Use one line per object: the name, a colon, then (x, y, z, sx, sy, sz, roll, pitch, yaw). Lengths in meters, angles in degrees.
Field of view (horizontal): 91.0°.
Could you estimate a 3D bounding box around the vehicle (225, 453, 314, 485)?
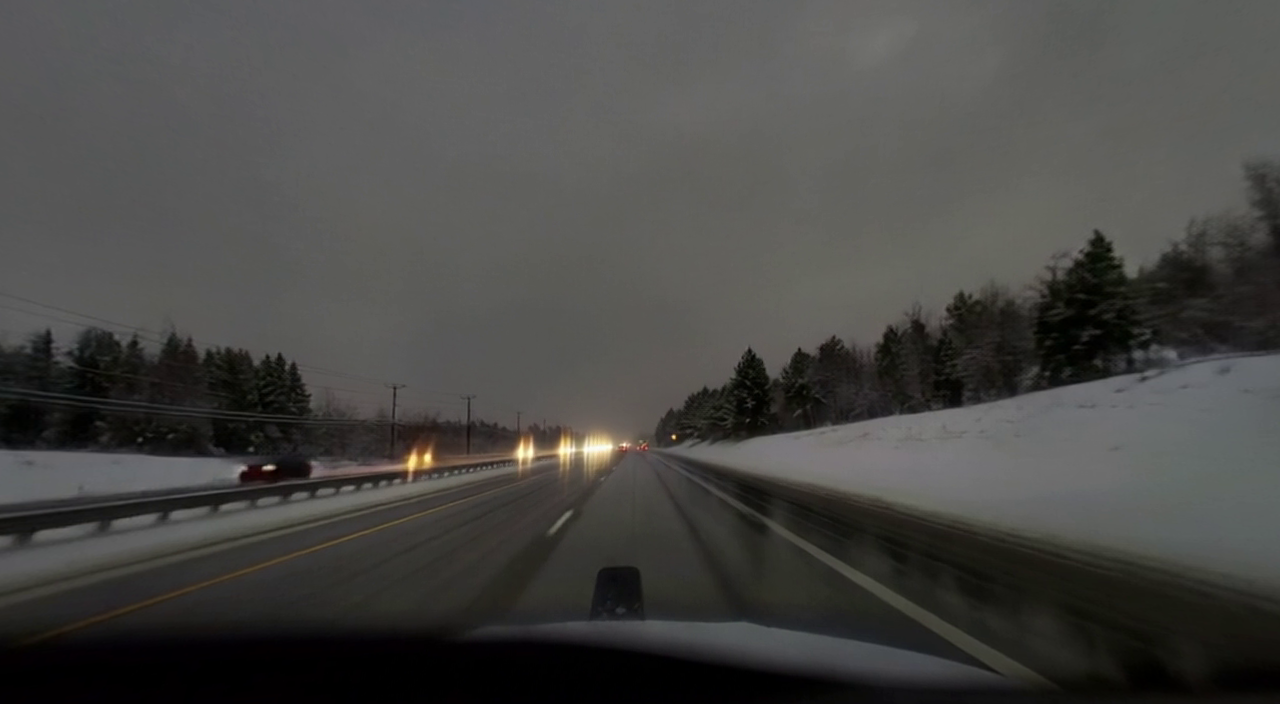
vehicle: (-19.307, 6.082, 33.086, 1.879, 1.505, 4.530, 0, -9, 1)
